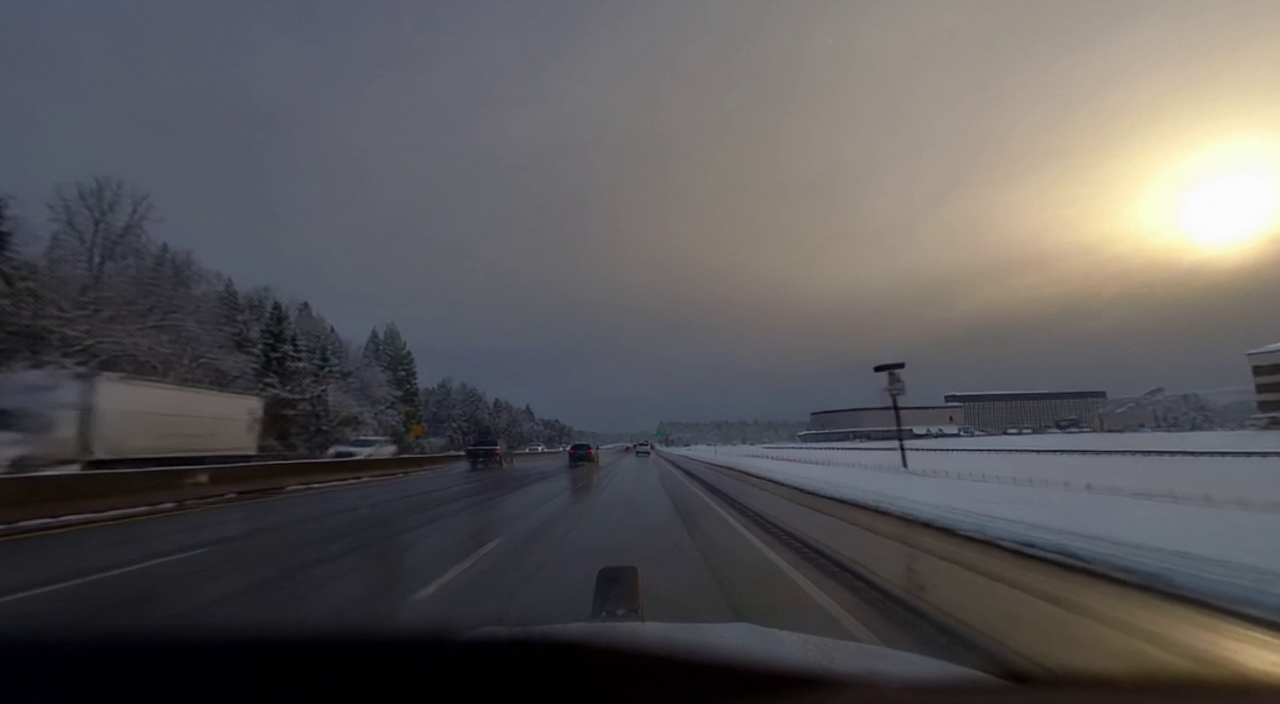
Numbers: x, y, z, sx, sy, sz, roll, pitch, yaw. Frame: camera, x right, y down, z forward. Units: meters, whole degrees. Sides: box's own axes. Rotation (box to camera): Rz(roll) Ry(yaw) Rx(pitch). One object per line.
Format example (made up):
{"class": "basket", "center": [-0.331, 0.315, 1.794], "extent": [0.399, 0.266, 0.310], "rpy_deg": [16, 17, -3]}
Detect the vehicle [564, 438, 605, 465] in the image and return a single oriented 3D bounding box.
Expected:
{"class": "vehicle", "center": [-3.539, 6.458, 41.023], "extent": [2.083, 1.588, 4.801], "rpy_deg": [0, -8, 1]}

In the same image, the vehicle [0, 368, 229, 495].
{"class": "vehicle", "center": [-18.981, 2.899, 22.450], "extent": [2.951, 3.679, 8.155], "rpy_deg": [0, -9, 0]}

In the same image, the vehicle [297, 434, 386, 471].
{"class": "vehicle", "center": [-14.978, 5.089, 31.973], "extent": [2.136, 1.700, 4.727], "rpy_deg": [0, -8, 1]}

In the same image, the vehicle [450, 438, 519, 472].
{"class": "vehicle", "center": [-7.389, 4.944, 30.440], "extent": [2.034, 1.523, 4.627], "rpy_deg": [0, -8, 1]}
